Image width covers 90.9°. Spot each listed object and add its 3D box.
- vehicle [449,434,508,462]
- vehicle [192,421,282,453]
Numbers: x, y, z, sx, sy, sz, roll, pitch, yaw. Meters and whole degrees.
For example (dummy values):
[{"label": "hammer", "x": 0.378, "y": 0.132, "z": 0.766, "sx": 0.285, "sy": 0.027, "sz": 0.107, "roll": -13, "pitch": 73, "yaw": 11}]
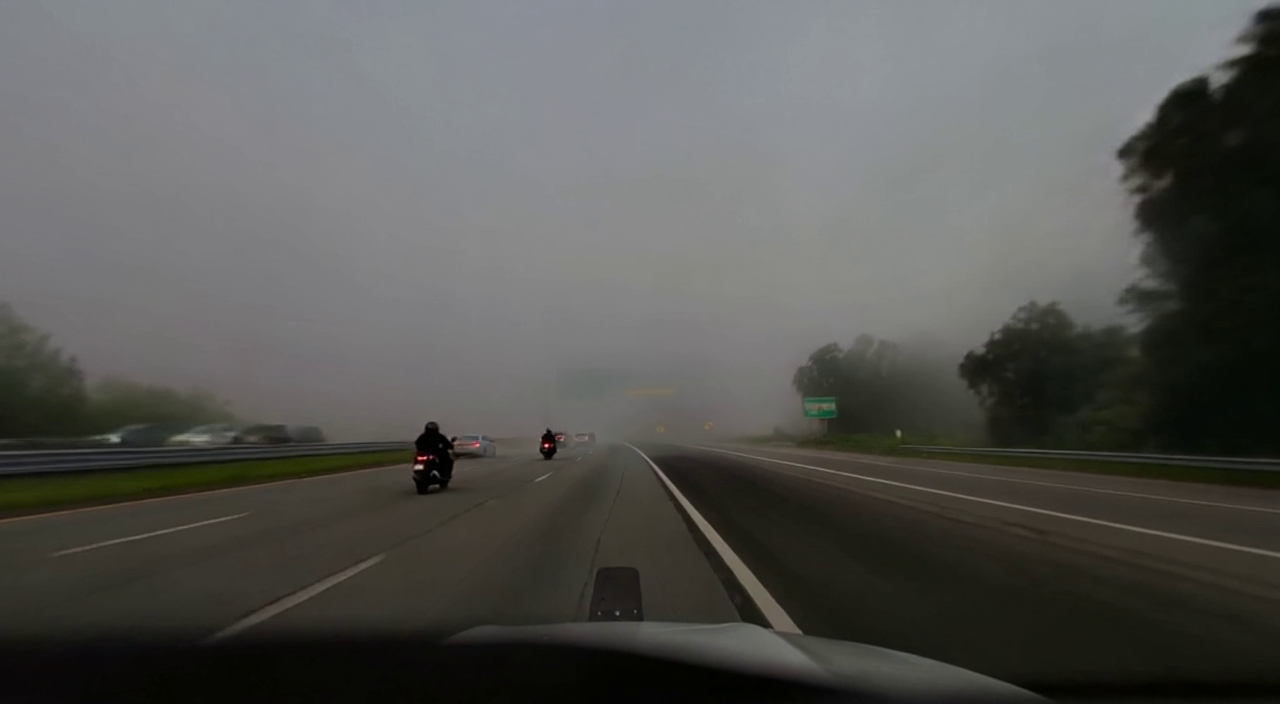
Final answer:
[{"label": "vehicle", "x": -8.787, "y": 5.218, "z": 34.616, "sx": 2.053, "sy": 1.409, "sz": 4.704, "roll": 0, "pitch": -8, "yaw": -1}, {"label": "vehicle", "x": -20.955, "y": 4.439, "z": 32.973, "sx": 1.896, "sy": 1.529, "sz": 4.323, "roll": 0, "pitch": -8, "yaw": -1}]
